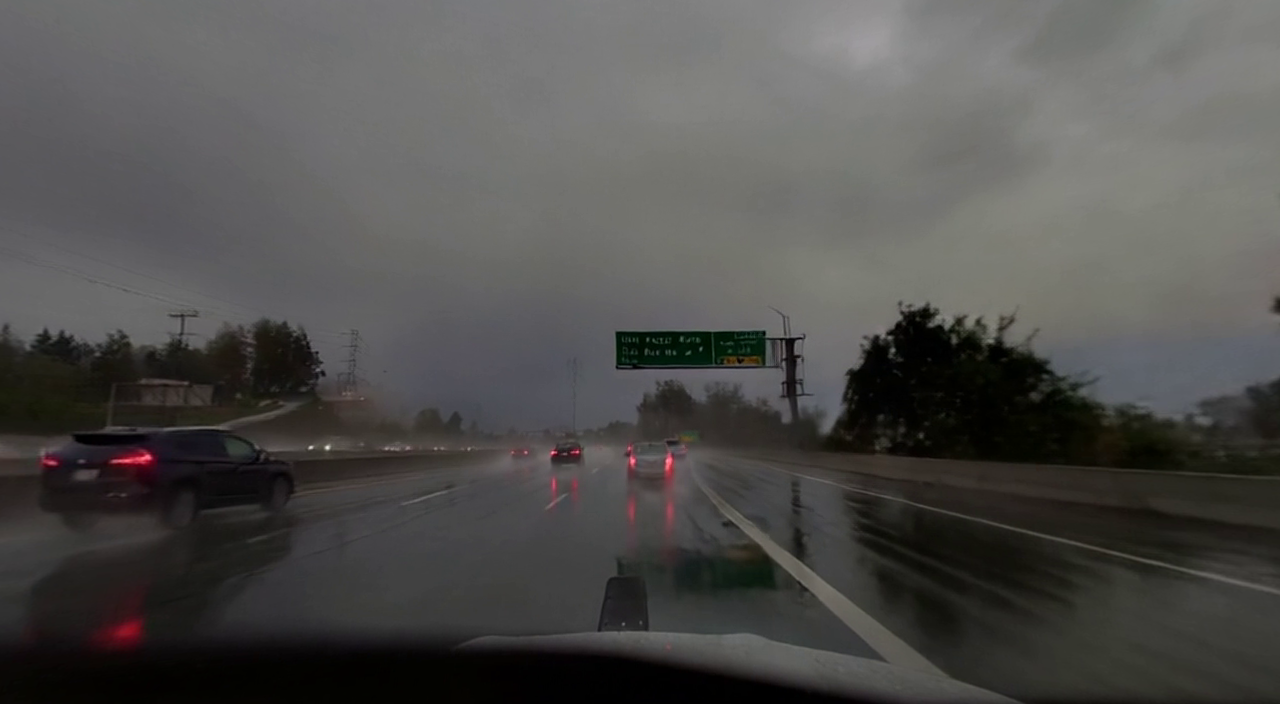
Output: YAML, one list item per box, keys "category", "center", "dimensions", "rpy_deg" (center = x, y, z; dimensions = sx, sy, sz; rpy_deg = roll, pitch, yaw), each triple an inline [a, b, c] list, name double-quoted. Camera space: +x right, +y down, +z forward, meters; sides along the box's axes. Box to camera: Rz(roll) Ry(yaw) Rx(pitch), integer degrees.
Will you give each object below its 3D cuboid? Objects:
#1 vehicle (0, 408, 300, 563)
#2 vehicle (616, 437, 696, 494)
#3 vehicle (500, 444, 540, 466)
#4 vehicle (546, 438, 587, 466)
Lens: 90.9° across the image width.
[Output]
- category: "vehicle"
  center: [-7.804, 1.924, 9.893]
  dimensions: [2.206, 1.788, 4.914]
  rpy_deg: [0, -8, 0]
- category: "vehicle"
  center: [0.357, 3.259, 18.530]
  dimensions: [2.082, 1.482, 4.126]
  rpy_deg: [0, -8, -2]
- category: "vehicle"
  center: [-8.455, 7.280, 44.753]
  dimensions: [1.974, 1.464, 4.733]
  rpy_deg: [0, -8, -1]
- category: "vehicle"
  center: [-4.759, 6.593, 41.698]
  dimensions: [2.289, 1.777, 4.534]
  rpy_deg: [0, -8, -2]
